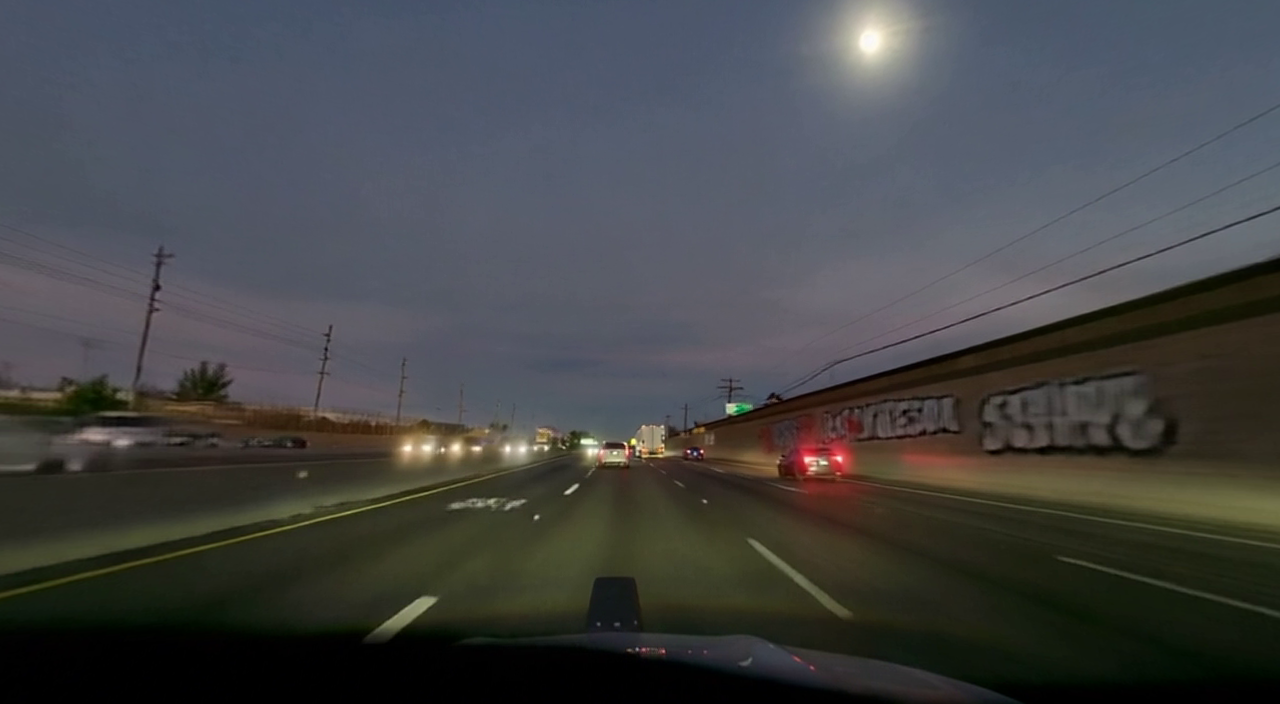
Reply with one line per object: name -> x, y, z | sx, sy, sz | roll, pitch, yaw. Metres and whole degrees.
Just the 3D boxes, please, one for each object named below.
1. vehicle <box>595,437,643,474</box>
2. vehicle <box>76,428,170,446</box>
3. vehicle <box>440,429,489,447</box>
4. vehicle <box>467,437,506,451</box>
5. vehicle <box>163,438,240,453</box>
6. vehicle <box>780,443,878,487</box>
vehicle -> -1.010, 5.005, 30.699 | 2.191, 1.685, 3.353 | 0, -9, -2
vehicle -> -32.269, 5.338, 39.607 | 4.287, 1.030, 2.050 | 5, -10, -31
vehicle -> -11.451, 5.673, 41.552 | 2.021, 1.111, 4.395 | 0, -9, -1
vehicle -> -11.091, 6.723, 45.917 | 1.884, 0.990, 3.895 | 0, -9, 0
vehicle -> -32.014, 6.845, 46.255 | 4.477, 1.085, 1.982 | 5, -10, -32
vehicle -> 6.908, 4.161, 23.680 | 2.018, 1.451, 4.762 | 0, -9, -3
